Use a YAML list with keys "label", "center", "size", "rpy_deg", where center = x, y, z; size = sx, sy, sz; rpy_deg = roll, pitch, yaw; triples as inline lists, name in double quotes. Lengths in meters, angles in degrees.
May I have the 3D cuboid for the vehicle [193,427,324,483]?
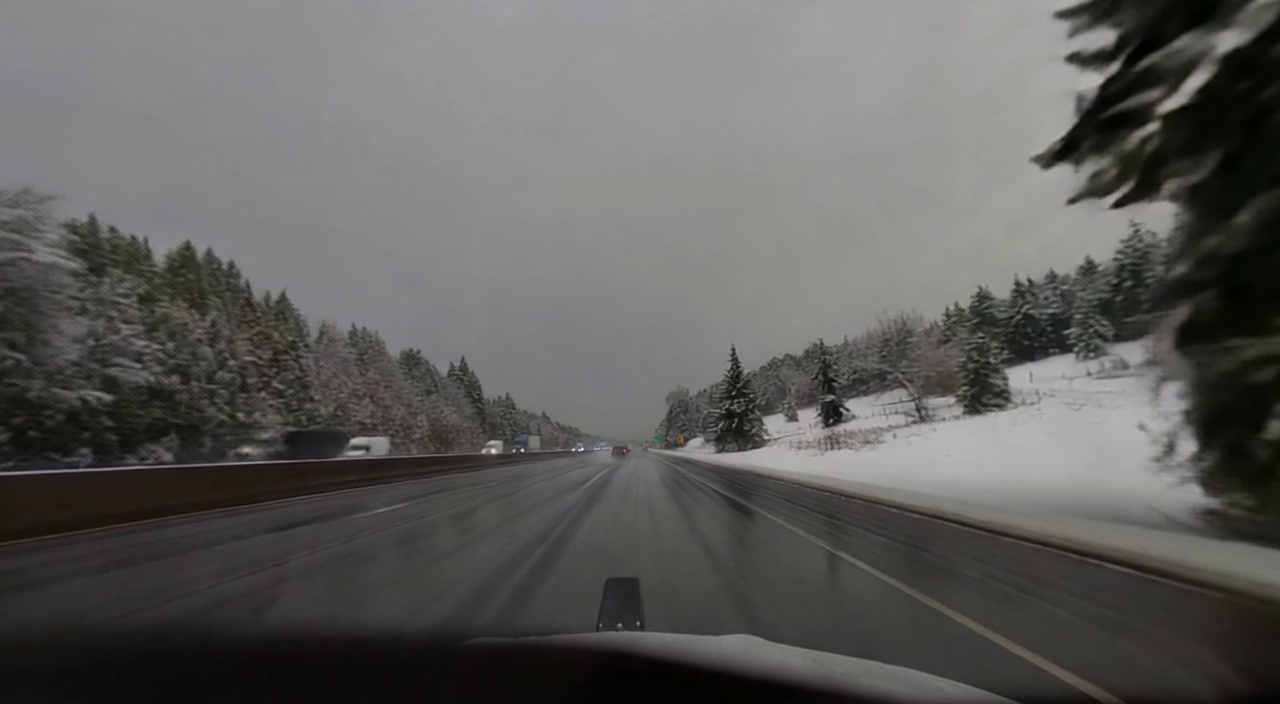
- label: "vehicle"
  center: [-20.423, 5.553, 34.417]
  size: [2.641, 2.694, 7.114]
  rpy_deg: [0, -9, 0]
